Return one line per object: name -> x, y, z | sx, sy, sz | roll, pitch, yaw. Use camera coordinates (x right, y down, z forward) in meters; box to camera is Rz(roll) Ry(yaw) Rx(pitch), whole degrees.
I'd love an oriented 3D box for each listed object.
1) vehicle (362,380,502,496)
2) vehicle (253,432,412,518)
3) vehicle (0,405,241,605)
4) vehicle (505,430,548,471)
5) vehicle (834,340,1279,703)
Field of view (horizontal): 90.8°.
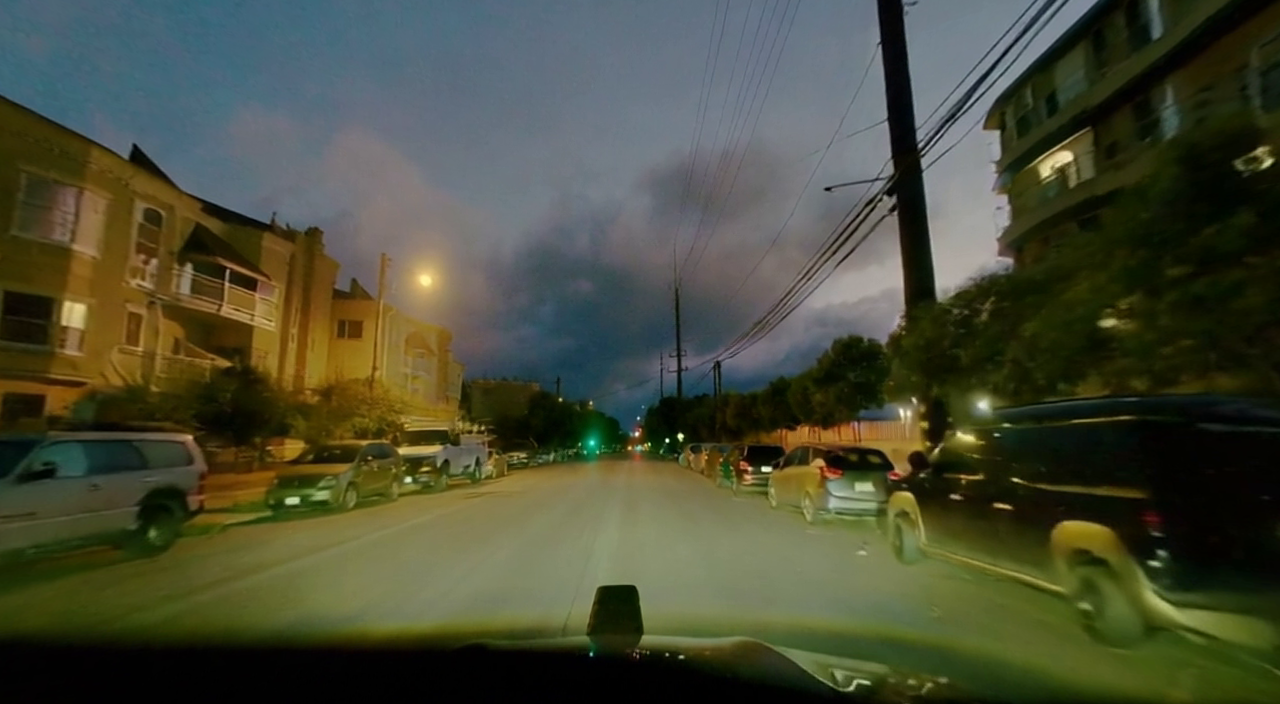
vehicle -> -7.532, 3.307, 23.951 | 2.901, 3.610, 6.707 | -3, -9, 1
vehicle -> -7.726, 3.122, 16.469 | 1.955, 1.804, 4.523 | -3, -9, -1
vehicle -> -7.579, 1.708, 7.537 | 2.209, 2.003, 5.270 | 0, -8, -1
vehicle -> -7.207, 6.281, 40.456 | 1.889, 2.463, 4.142 | 0, -9, 1
vehicle -> 3.667, 1.228, 5.467 | 2.185, 1.888, 4.724 | 0, -9, -4
